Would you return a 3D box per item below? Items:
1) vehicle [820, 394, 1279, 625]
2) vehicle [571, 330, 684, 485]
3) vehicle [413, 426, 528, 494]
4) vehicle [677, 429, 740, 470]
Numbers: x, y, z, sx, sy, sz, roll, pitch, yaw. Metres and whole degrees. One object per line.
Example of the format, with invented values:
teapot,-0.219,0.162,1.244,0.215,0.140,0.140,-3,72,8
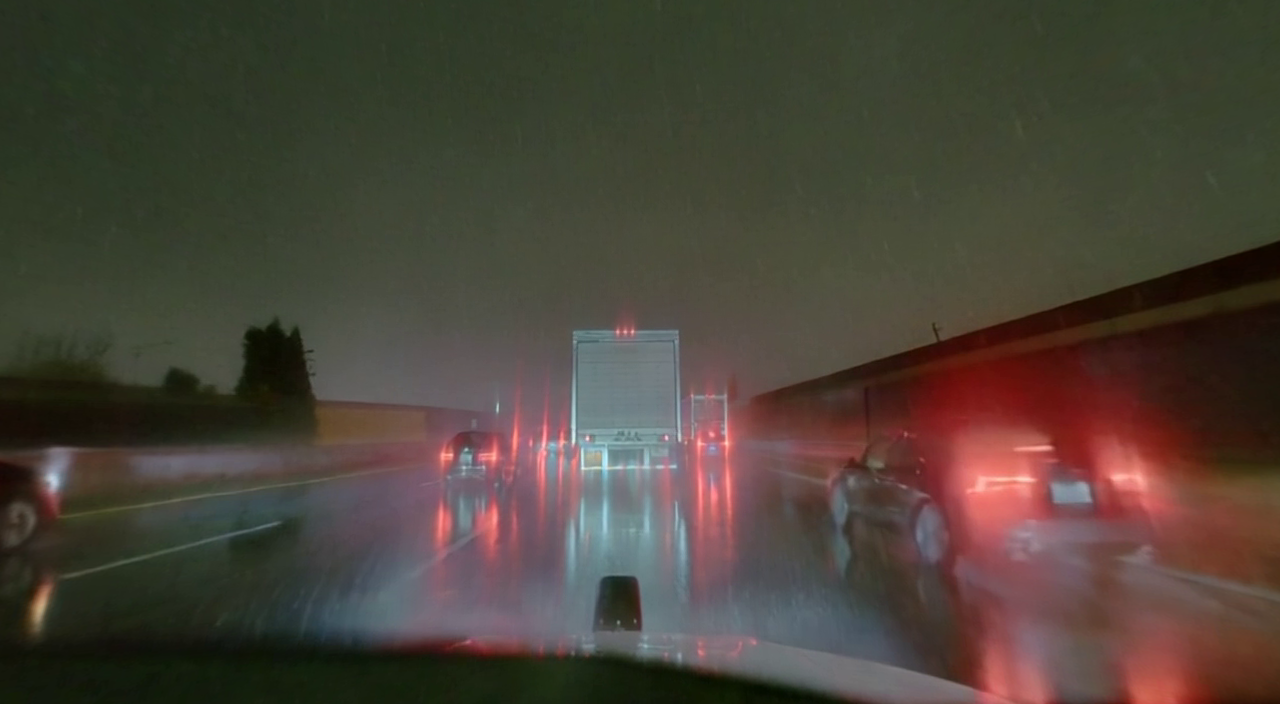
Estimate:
vehicle,3.458,1.333,6.353,1.945,1.529,4.129,0,-8,-2
vehicle,-0.505,2.086,21.430,2.938,4.033,9.980,0,-8,-2
vehicle,-4.123,2.670,15.945,1.882,1.493,3.828,0,-8,-1
vehicle,2.708,3.968,25.831,1.976,1.513,4.065,0,-8,-2
